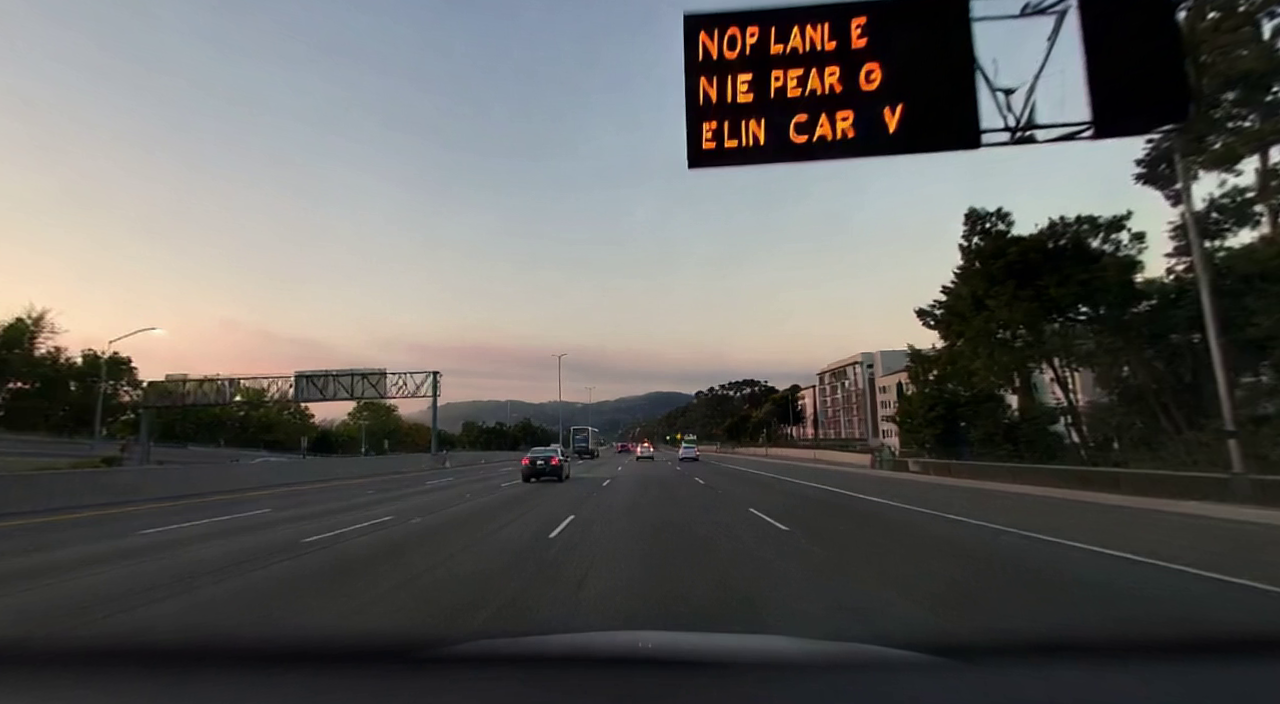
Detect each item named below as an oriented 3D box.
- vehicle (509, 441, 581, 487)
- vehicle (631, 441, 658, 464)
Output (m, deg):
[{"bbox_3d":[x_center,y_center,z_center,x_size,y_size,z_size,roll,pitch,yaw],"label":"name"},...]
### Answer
[{"bbox_3d":[-3.646,4.409,25.077,2.195,1.630,4.336,0,-9,0],"label":"vehicle"},{"bbox_3d":[0.309,7.937,49.826,2.021,1.666,4.108,0,-9,0],"label":"vehicle"}]
